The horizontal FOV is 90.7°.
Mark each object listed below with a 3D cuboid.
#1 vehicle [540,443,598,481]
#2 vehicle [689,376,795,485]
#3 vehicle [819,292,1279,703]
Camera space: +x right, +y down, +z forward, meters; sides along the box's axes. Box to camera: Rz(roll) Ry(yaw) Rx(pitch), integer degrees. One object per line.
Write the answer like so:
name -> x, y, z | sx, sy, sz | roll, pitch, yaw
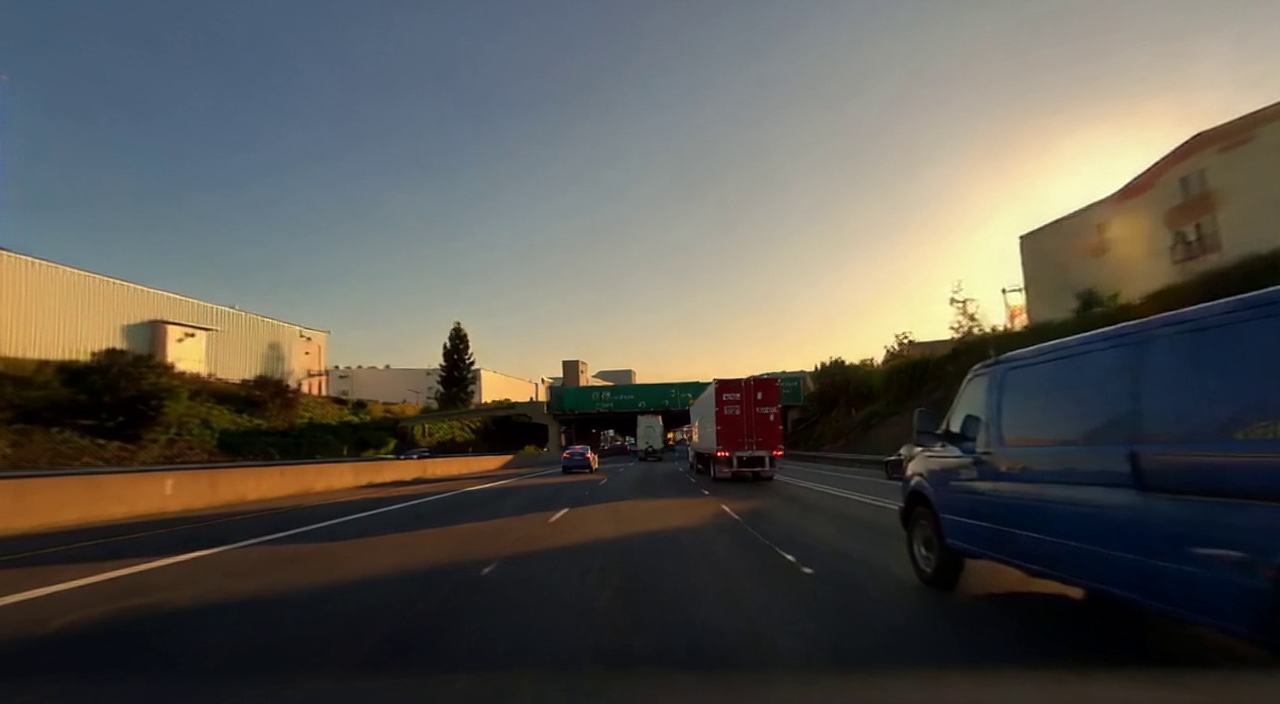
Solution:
vehicle -> -2.930, 4.665, 27.047 | 2.024, 1.472, 4.014 | 0, -8, 0
vehicle -> 4.266, 3.883, 30.112 | 2.951, 3.974, 13.340 | -1, -9, 1
vehicle -> 3.825, 1.061, 4.592 | 2.809, 1.919, 7.507 | 0, -9, 0
